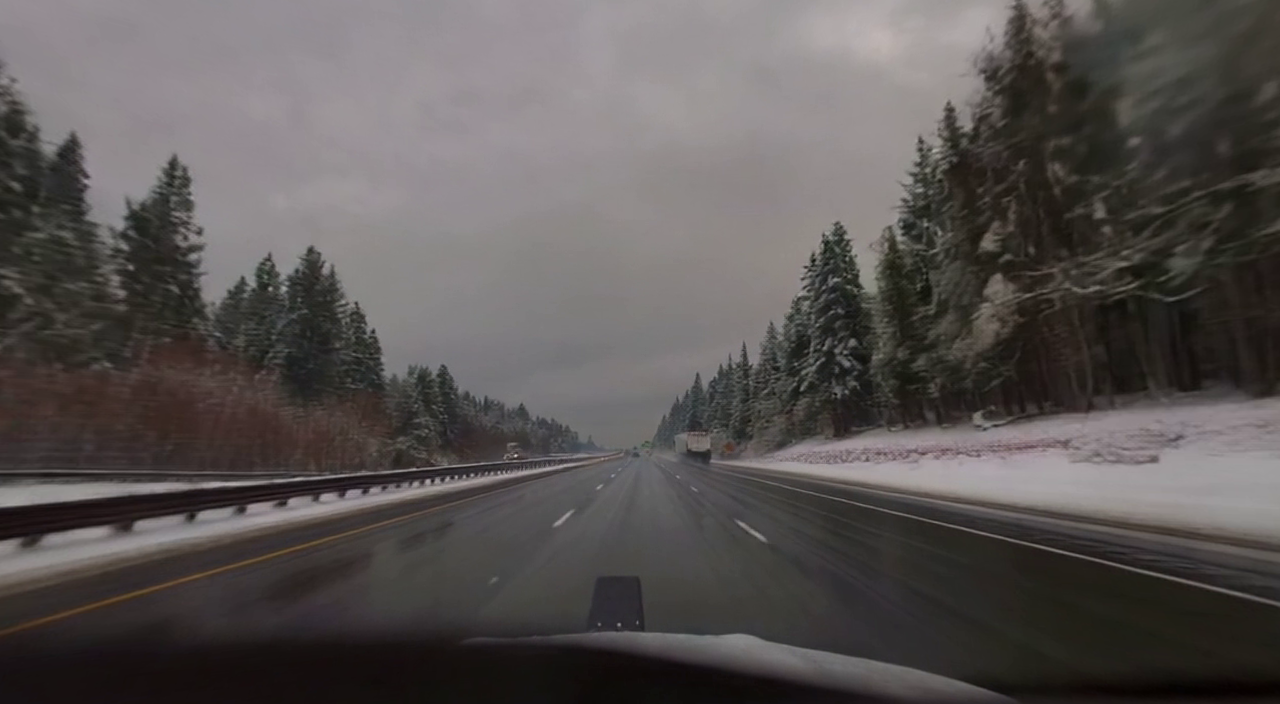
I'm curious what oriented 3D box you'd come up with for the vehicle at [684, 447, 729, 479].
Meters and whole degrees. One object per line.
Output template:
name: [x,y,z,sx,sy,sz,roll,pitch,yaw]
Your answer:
vehicle: [3.619,6.119,35.025,2.019,1.601,3.953,0,-9,0]
